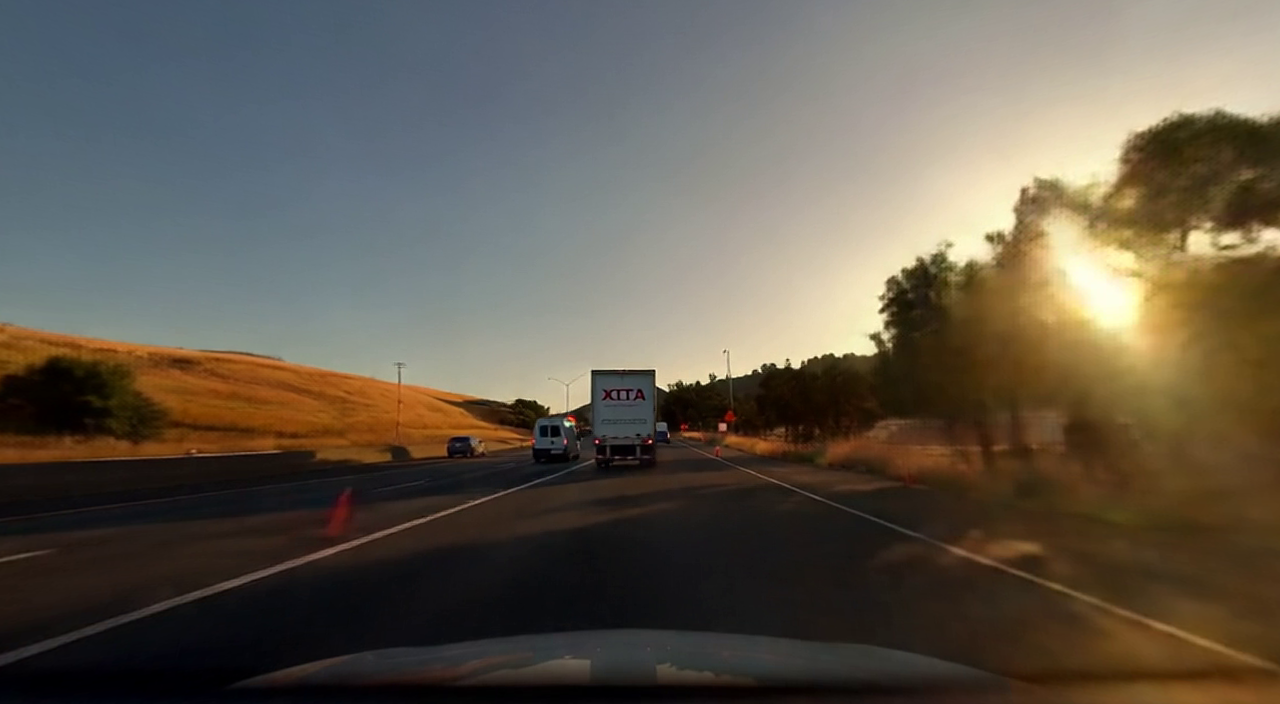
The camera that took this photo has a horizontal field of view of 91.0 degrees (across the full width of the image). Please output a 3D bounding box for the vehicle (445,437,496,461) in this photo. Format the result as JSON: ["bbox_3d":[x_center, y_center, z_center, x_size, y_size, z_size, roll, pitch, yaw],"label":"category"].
[{"bbox_3d":[-11.060,6.363,41.447,1.901,1.487,4.622,0,-8,3],"label":"vehicle"}]

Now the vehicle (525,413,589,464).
[{"bbox_3d":[-4.574,4.946,35.825,2.469,2.615,5.874,0,-8,3],"label":"vehicle"}]

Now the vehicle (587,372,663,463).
[{"bbox_3d":[-0.474,3.648,32.494,3.183,4.011,9.617,0,-9,3],"label":"vehicle"}]
